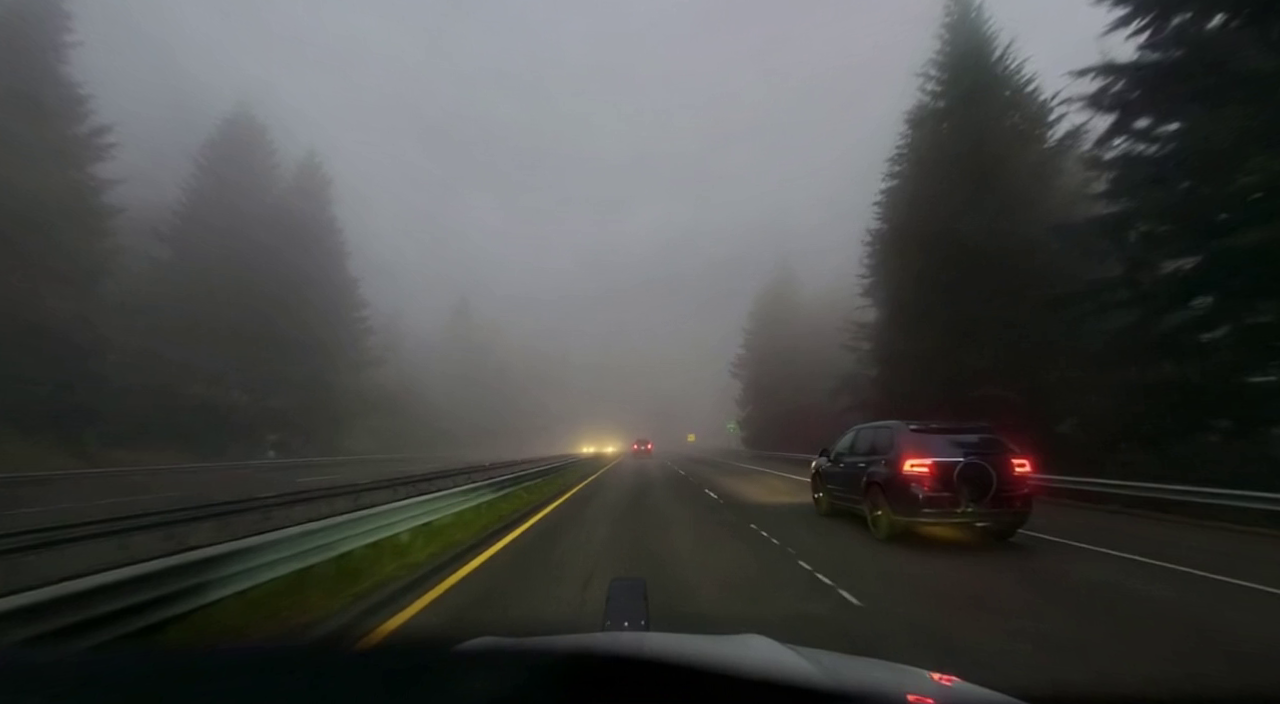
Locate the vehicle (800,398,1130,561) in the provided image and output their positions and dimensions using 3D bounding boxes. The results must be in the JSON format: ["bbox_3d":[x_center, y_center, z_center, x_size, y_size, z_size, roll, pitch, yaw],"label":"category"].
[{"bbox_3d":[4.247,1.767,9.470,2.360,1.798,4.781,1,-8,-1],"label":"vehicle"}]
